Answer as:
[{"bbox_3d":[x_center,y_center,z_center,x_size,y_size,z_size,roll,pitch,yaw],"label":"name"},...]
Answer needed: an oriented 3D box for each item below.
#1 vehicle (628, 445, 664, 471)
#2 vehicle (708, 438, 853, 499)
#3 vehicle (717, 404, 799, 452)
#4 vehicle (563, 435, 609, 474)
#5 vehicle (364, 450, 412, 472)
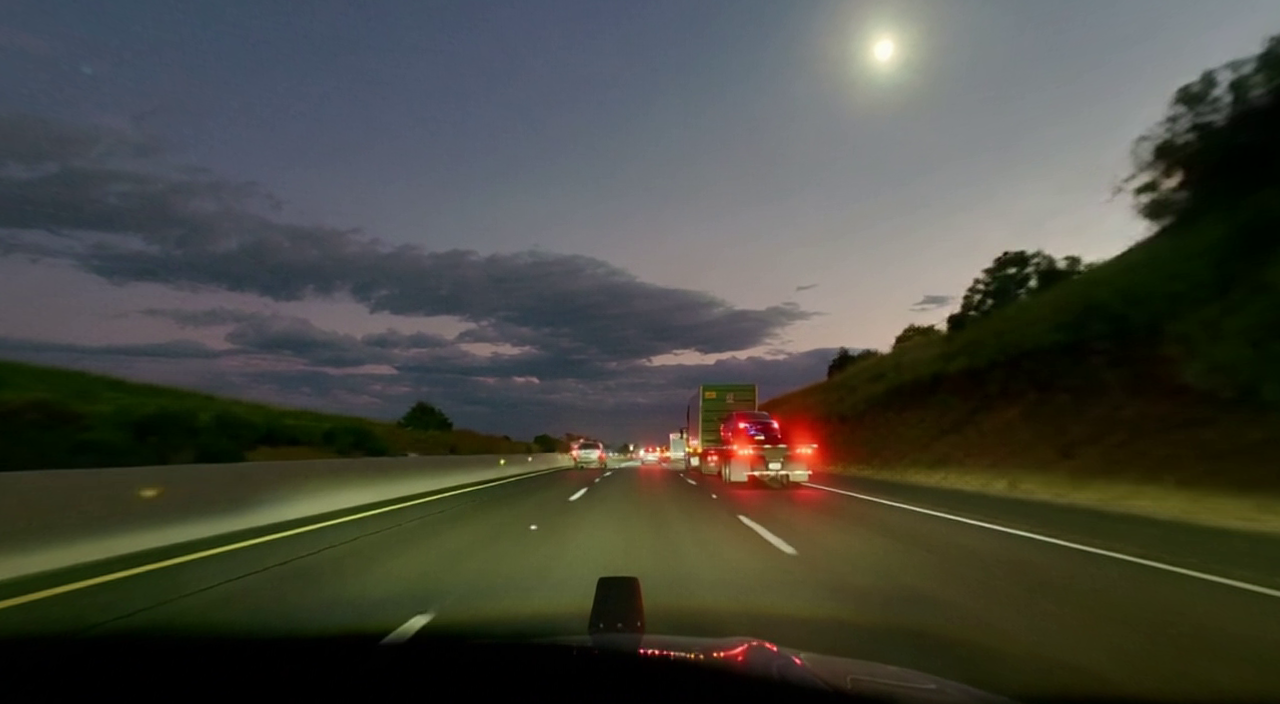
[{"bbox_3d":[0.373,6.422,38.229,2.086,1.497,3.681,0,-9,1],"label":"vehicle"},{"bbox_3d":[4.210,3.804,21.316,2.654,1.574,9.537,0,-9,-1],"label":"vehicle"},{"bbox_3d":[4.085,2.790,22.525,1.968,1.547,4.215,0,-9,-2],"label":"vehicle"},{"bbox_3d":[-2.986,5.840,35.933,2.142,2.044,4.446,0,-9,2],"label":"vehicle"},{"bbox_3d":[-18.365,7.932,46.103,1.962,1.488,3.587,0,-9,0],"label":"vehicle"}]
